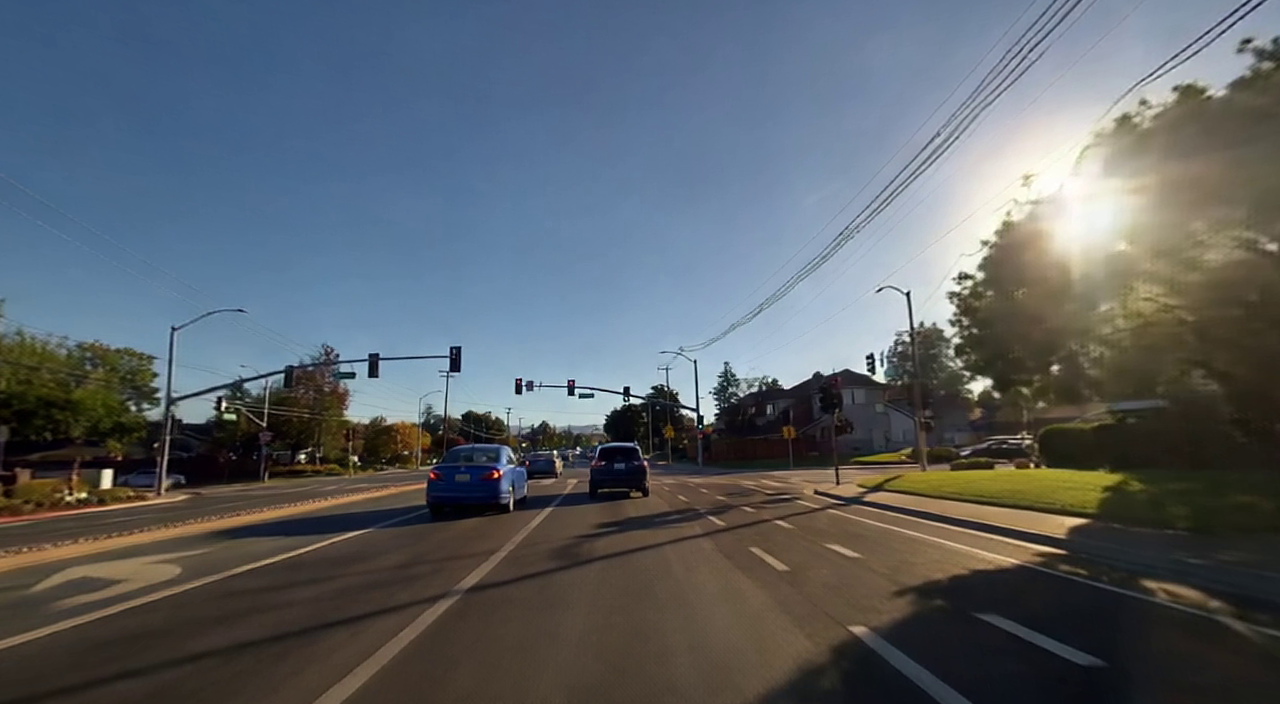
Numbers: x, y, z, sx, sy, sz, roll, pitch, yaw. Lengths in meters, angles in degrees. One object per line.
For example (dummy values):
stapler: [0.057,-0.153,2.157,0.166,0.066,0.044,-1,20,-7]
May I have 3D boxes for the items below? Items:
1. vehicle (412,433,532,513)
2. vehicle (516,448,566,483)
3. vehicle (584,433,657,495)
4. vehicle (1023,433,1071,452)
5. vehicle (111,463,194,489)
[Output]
vehicle: [-3.933,2.890,15.546,1.899,1.685,4.121,0,-9,-1]
vehicle: [-4.471,5.166,29.080,1.863,1.449,4.153,1,-9,-3]
vehicle: [-0.654,3.670,21.060,2.155,1.836,4.250,0,-9,-2]
vehicle: [31.186,6.965,48.526,1.754,1.414,3.590,-1,-9,10]
vehicle: [-35.413,8.957,45.916,4.533,1.738,2.151,-2,-9,10]
